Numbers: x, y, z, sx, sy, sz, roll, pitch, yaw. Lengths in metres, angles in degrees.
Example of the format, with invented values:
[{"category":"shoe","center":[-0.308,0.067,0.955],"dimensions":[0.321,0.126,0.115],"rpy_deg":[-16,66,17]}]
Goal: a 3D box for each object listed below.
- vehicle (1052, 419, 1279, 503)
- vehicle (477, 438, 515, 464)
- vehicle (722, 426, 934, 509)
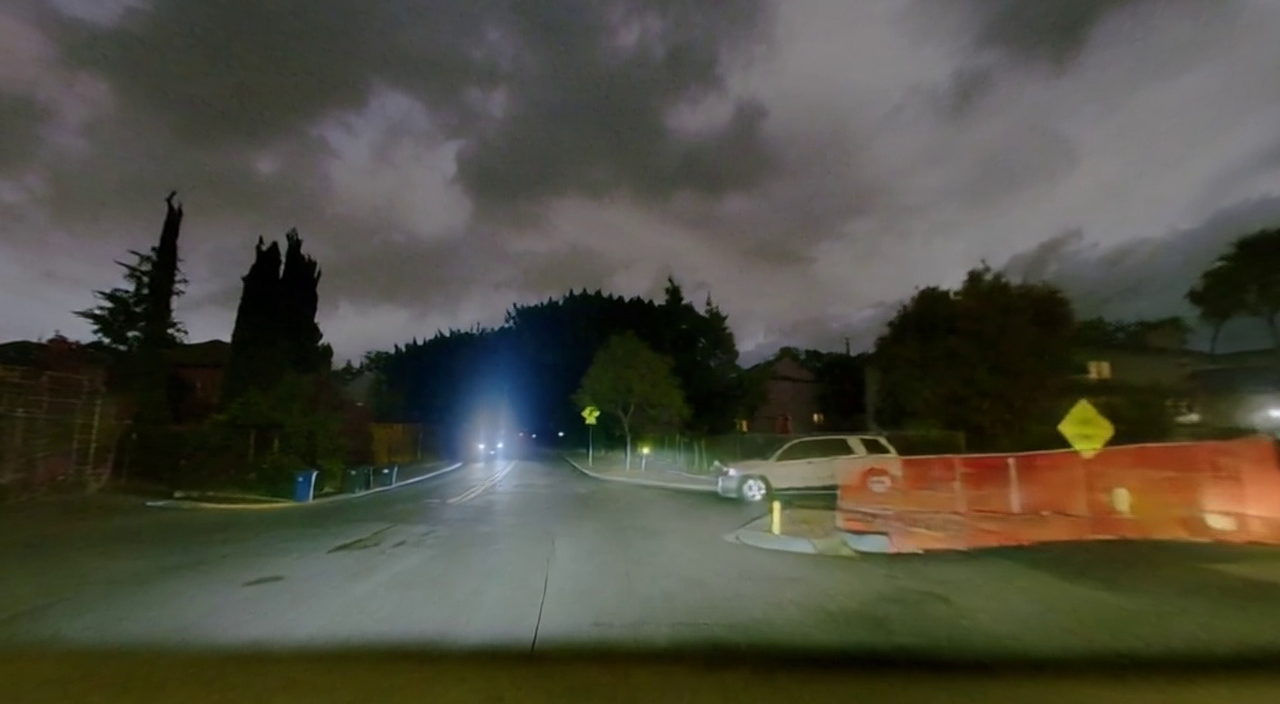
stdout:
[{"category":"vehicle","center":[11.440,2.225,12.949],"dimensions":[4.378,1.543,2.080],"rpy_deg":[-2,-9,8]},{"category":"vehicle","center":[-9.584,6.659,42.303],"dimensions":[2.036,1.657,4.391],"rpy_deg":[0,-9,-7]},{"category":"vehicle","center":[3.796,2.413,13.267],"dimensions":[3.772,1.531,1.949],"rpy_deg":[-1,-9,-2]}]
